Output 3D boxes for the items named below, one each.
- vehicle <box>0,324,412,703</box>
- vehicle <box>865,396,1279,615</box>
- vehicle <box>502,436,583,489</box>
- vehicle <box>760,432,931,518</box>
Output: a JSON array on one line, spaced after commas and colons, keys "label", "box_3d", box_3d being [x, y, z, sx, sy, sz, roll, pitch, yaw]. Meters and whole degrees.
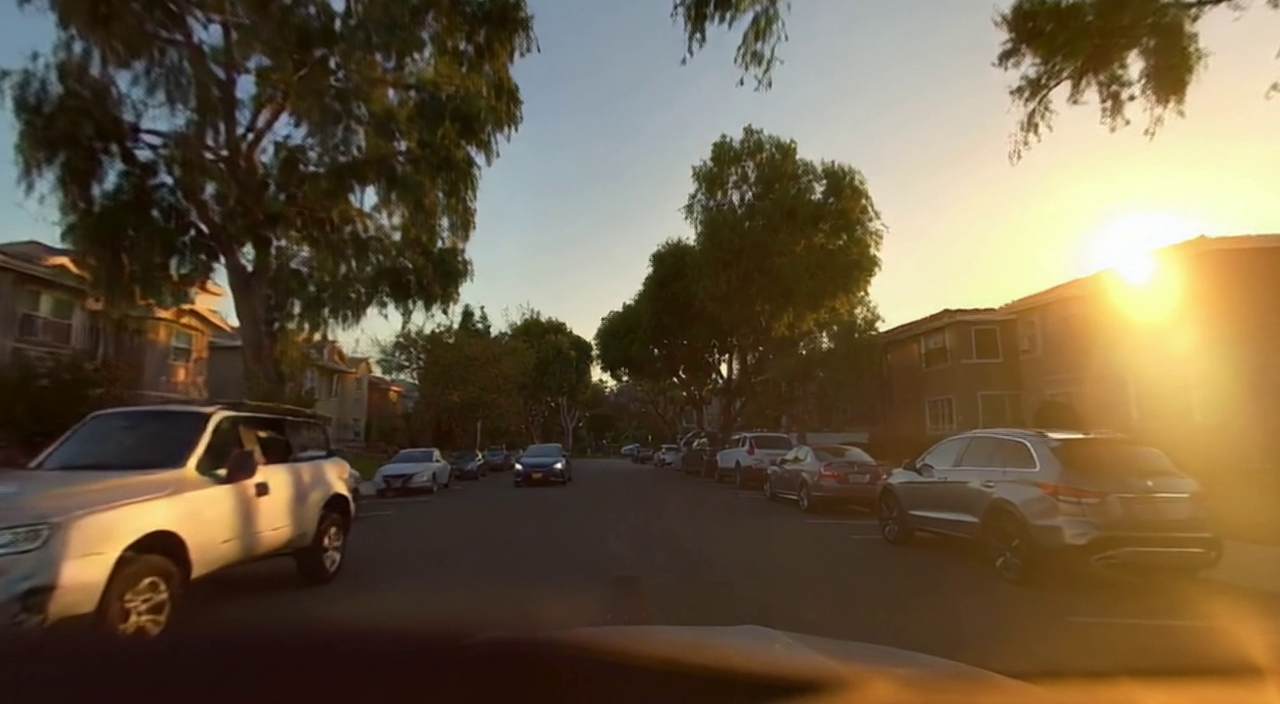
[{"label": "vehicle", "box_3d": [-3.949, 1.211, 5.628, 2.197, 2.047, 4.985, 0, -8, -3]}, {"label": "vehicle", "box_3d": [4.563, 1.544, 7.390, 1.937, 1.722, 4.575, 0, -8, -3]}, {"label": "vehicle", "box_3d": [-2.969, 3.469, 20.195, 1.971, 1.476, 4.593, 0, -8, -1]}, {"label": "vehicle", "box_3d": [4.168, 2.550, 13.719, 1.876, 1.538, 4.447, 0, -8, -5]}]
